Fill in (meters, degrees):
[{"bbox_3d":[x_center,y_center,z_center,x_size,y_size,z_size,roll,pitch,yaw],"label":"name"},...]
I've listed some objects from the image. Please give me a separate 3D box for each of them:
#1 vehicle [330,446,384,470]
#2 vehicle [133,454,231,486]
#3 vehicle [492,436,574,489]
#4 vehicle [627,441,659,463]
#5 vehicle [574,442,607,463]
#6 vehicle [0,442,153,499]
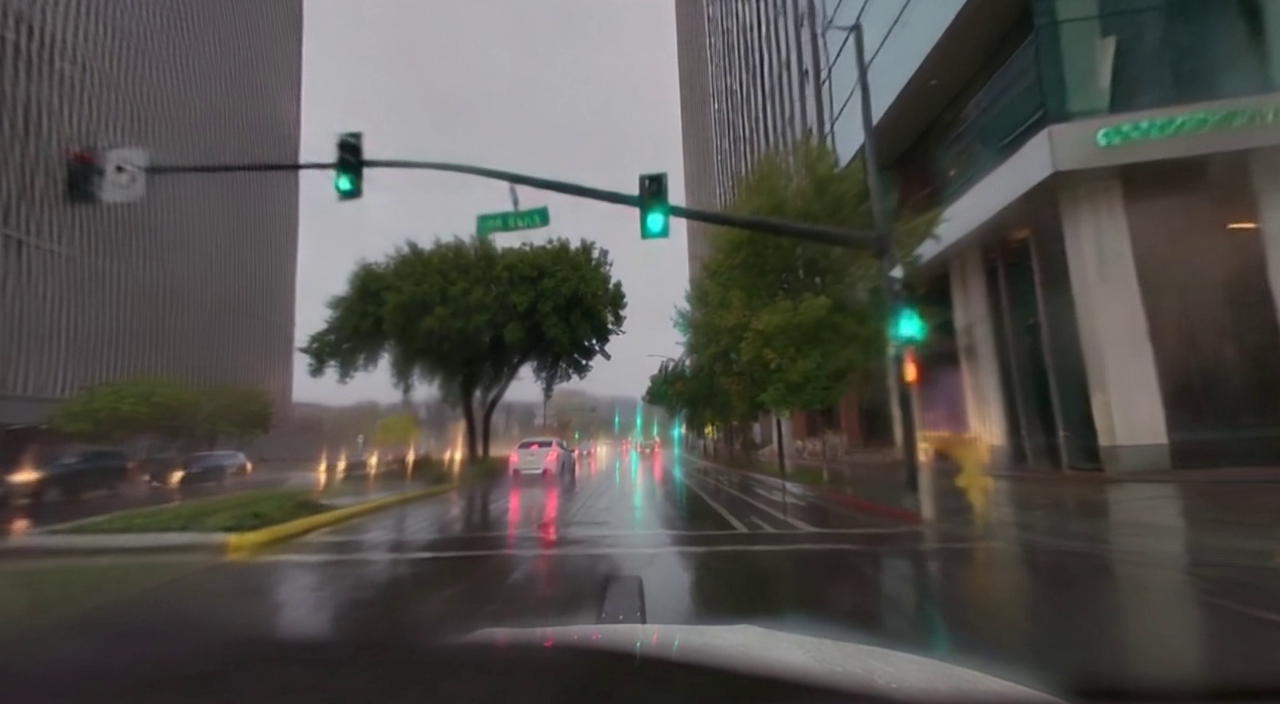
[{"bbox_3d":[-20.524,7.693,46.067,1.900,1.638,4.567,0,-8,-1],"label":"vehicle"},{"bbox_3d":[-23.709,6.092,32.947,1.778,1.443,4.525,0,-8,-1],"label":"vehicle"},{"bbox_3d":[-3.338,3.507,20.473,1.983,1.545,3.773,0,-8,0],"label":"vehicle"},{"bbox_3d":[0.187,6.946,44.112,2.102,1.482,4.125,0,-8,-1],"label":"vehicle"},{"bbox_3d":[-3.622,7.416,46.866,2.088,1.430,4.482,0,-8,1],"label":"vehicle"},{"bbox_3d":[-20.441,4.209,22.933,2.068,1.848,4.247,0,-8,-1],"label":"vehicle"}]
